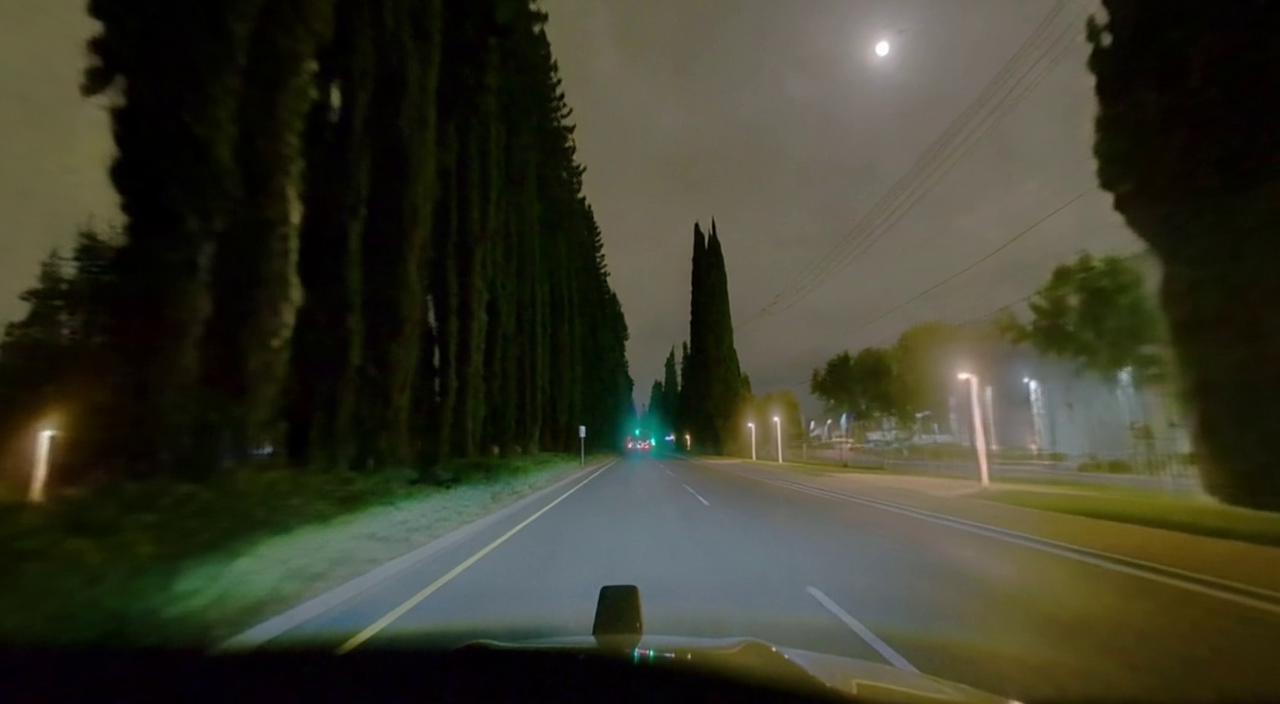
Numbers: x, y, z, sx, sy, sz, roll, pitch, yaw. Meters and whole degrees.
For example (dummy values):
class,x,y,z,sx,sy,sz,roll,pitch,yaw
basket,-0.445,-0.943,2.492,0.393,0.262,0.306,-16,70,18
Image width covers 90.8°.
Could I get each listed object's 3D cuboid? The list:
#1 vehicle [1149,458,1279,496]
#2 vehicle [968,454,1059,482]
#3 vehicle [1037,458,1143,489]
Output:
class,x,y,z,sx,sy,sz,roll,pitch,yaw
vehicle,24.276,5.183,26.311,4.369,1.454,1.973,0,-9,1
vehicle,23.754,7.357,40.255,4.519,1.658,1.911,-1,-8,0
vehicle,23.997,6.464,33.778,4.271,1.542,1.887,0,-8,-3
